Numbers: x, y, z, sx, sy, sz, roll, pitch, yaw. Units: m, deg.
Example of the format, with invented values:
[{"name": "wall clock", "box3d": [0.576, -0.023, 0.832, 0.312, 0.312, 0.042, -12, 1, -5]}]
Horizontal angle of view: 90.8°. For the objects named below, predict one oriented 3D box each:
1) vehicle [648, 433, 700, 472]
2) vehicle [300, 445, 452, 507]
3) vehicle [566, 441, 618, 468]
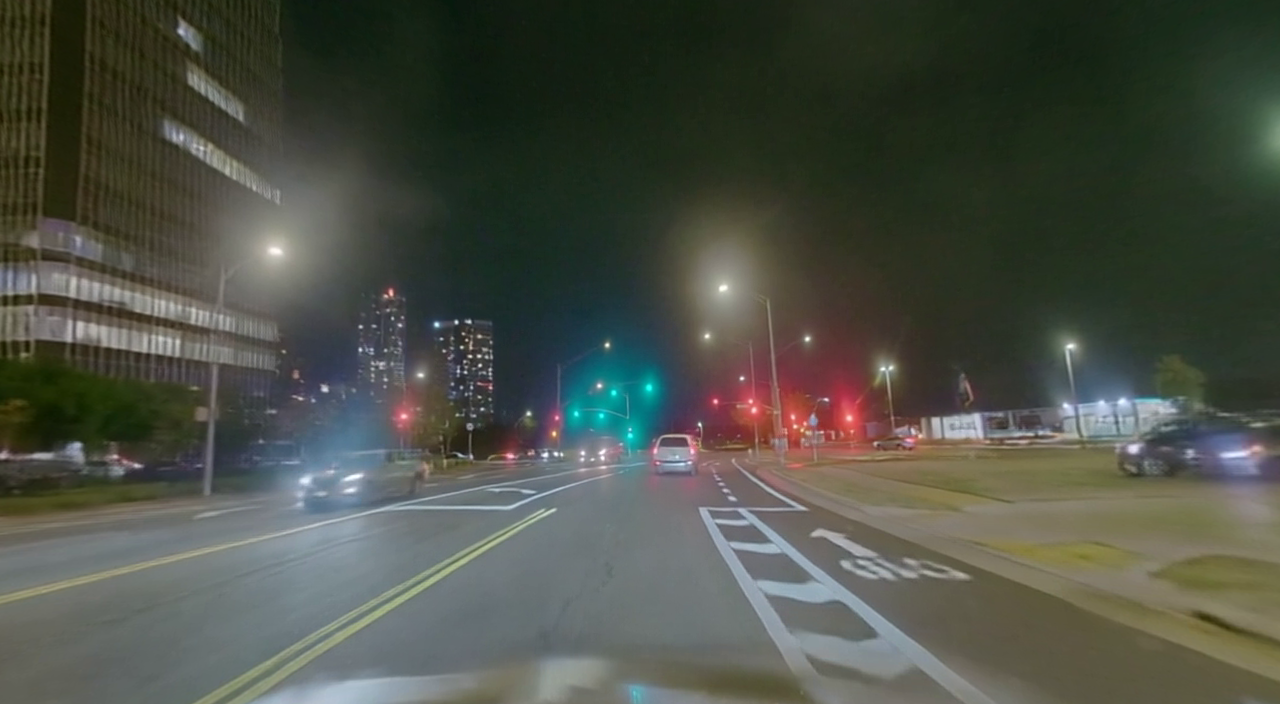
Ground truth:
[{"name": "vehicle", "box3d": [1.801, 5.063, 32.111, 2.230, 1.827, 4.298, -1, -9, 9]}, {"name": "vehicle", "box3d": [-7.093, 3.347, 17.656, 1.939, 1.484, 4.645, -1, -8, 5]}, {"name": "vehicle", "box3d": [-3.281, 7.150, 44.348, 2.183, 1.699, 4.974, -4, -8, 13]}]
